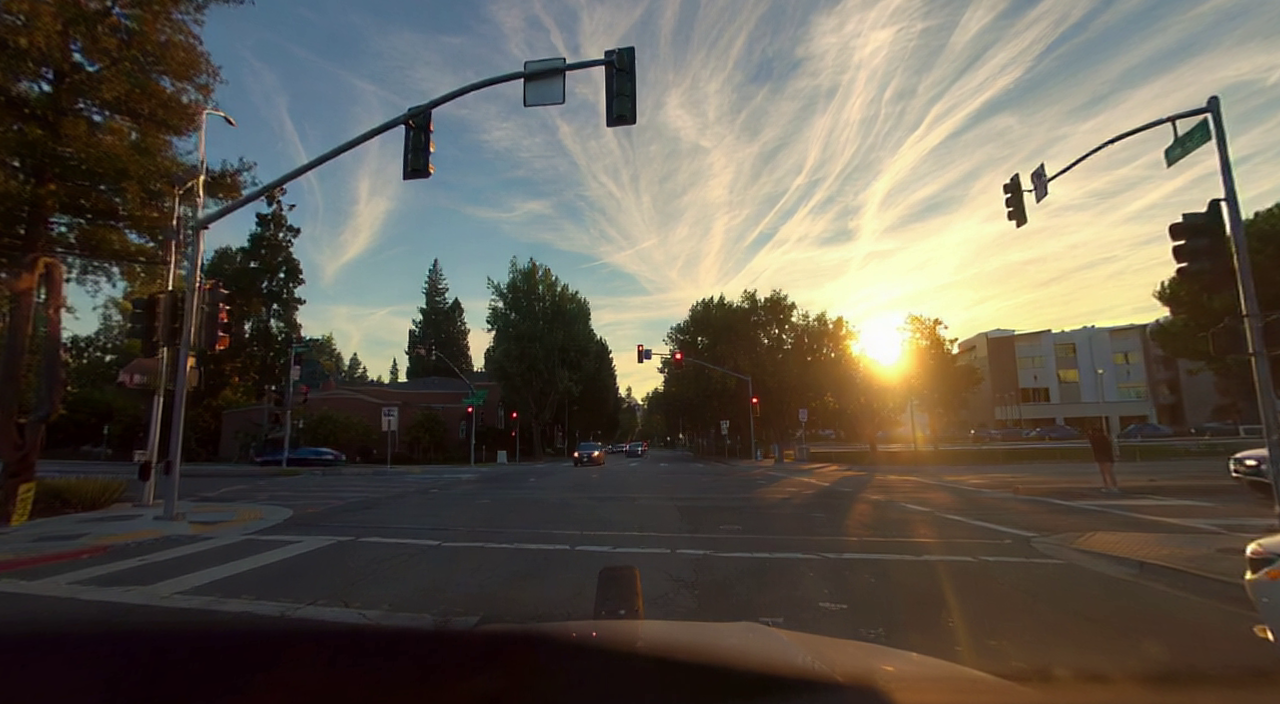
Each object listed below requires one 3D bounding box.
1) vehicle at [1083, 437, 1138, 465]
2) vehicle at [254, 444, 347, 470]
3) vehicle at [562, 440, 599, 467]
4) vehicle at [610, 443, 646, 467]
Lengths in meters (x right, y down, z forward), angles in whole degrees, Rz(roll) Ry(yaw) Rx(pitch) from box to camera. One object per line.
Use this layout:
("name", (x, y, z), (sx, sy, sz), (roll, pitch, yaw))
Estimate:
("vehicle", (26.967, 5.659, 36.141), (2.092, 1.474, 4.046), (-8, -11, 40))
("vehicle", (-19.752, 6.121, 36.806), (4.628, 1.414, 1.897), (-3, -9, 15))
("vehicle", (-4.106, 7.107, 44.292), (2.251, 1.756, 4.610), (0, -9, -2))
("vehicle", (-0.856, 6.828, 41.989), (2.056, 1.492, 3.937), (1, -9, -6))
